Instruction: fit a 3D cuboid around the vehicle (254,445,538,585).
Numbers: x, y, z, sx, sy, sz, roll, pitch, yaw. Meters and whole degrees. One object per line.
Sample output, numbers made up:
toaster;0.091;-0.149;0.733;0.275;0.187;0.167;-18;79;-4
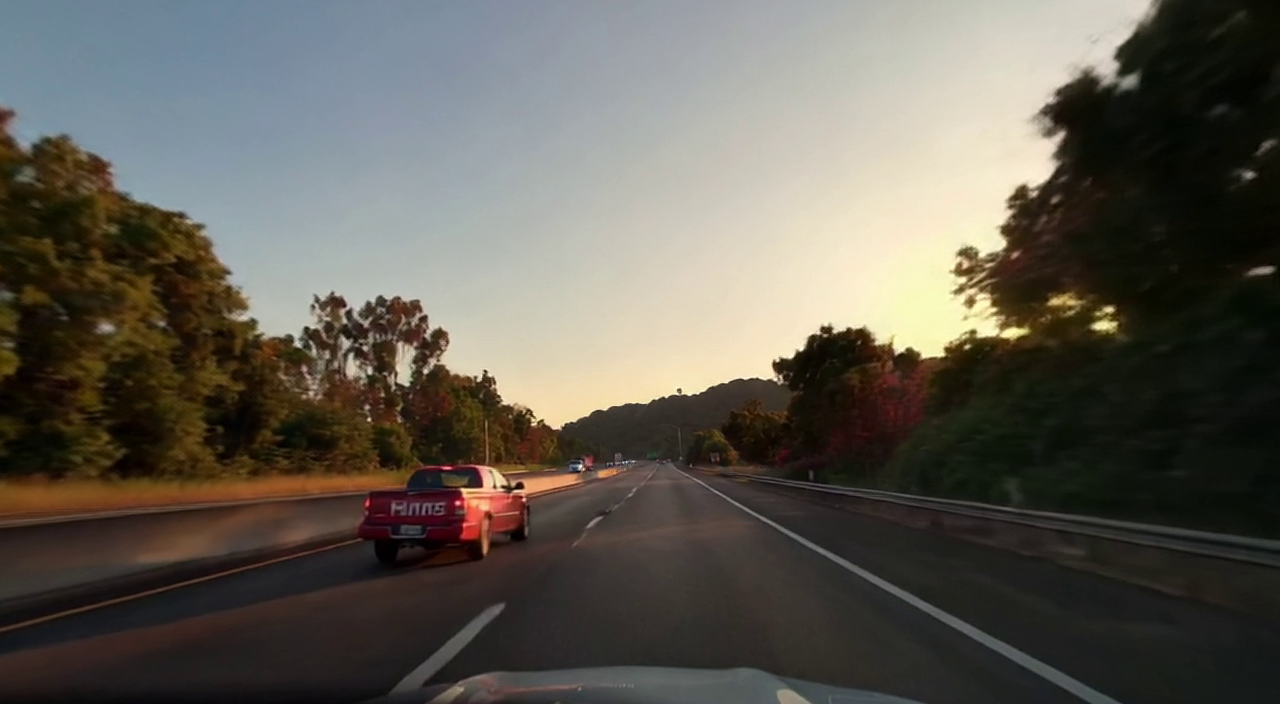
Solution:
vehicle;-3.123;2.259;9.551;2.135;1.506;5.041;0;-10;2
